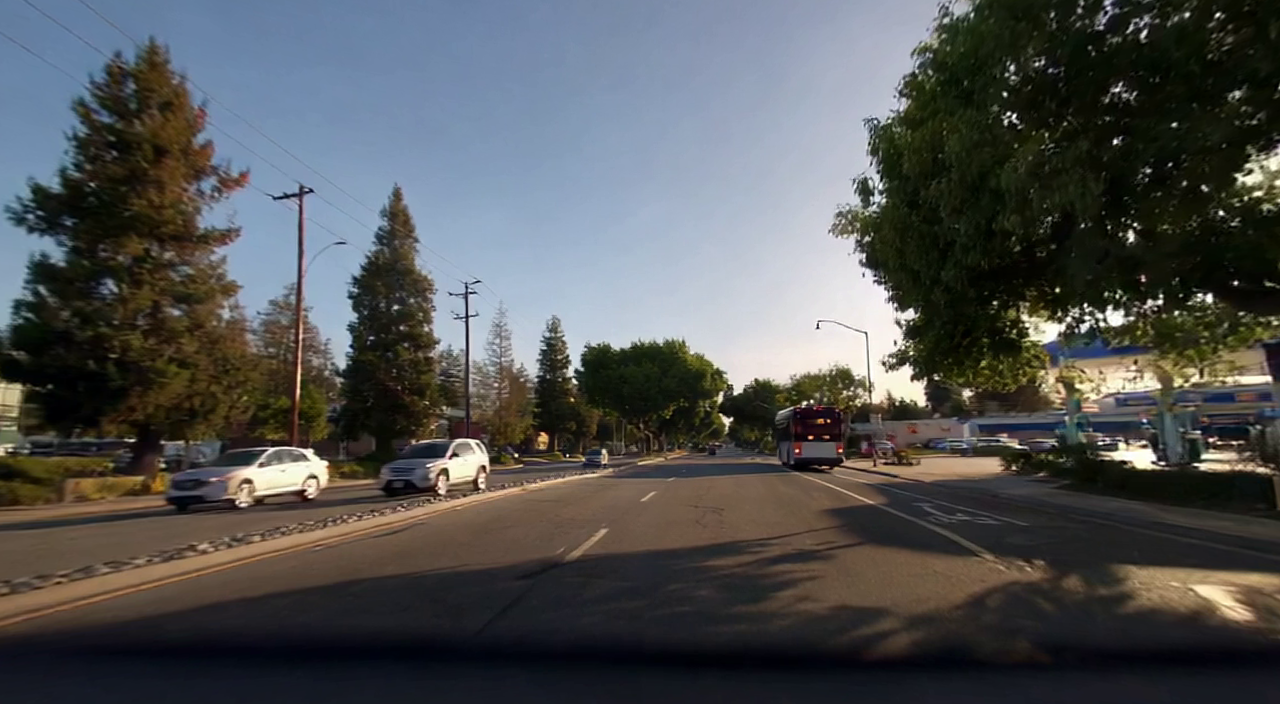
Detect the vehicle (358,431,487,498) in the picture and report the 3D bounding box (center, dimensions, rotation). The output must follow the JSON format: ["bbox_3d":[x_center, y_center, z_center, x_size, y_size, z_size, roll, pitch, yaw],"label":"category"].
[{"bbox_3d":[-6.212,3.253,18.616,1.982,1.722,4.070,-1,-8,7],"label":"vehicle"}]

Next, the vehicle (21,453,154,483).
[{"bbox_3d":[-29.890,6.267,34.394,1.799,1.467,5.374,-3,-9,12],"label":"vehicle"}]

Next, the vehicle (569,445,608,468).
[{"bbox_3d":[-3.462,7.084,42.873,1.900,1.481,4.317,-1,-8,5],"label":"vehicle"}]

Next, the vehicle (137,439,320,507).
[{"bbox_3d":[-12.042,3.512,18.921,1.977,1.744,4.513,-1,-8,8],"label":"vehicle"}]
